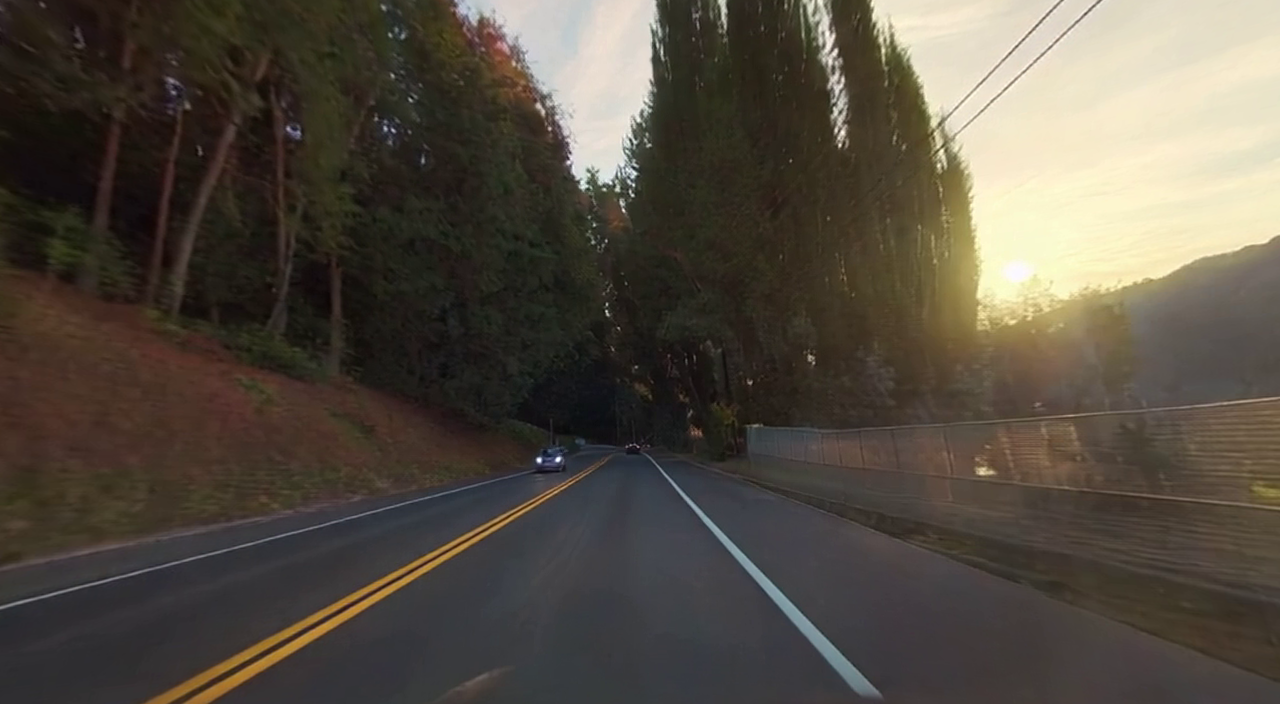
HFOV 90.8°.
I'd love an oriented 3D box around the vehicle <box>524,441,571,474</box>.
[{"bbox_3d":[-5.184,5.975,35.857,1.998,1.724,4.296,0,-9,0],"label":"vehicle"}]
